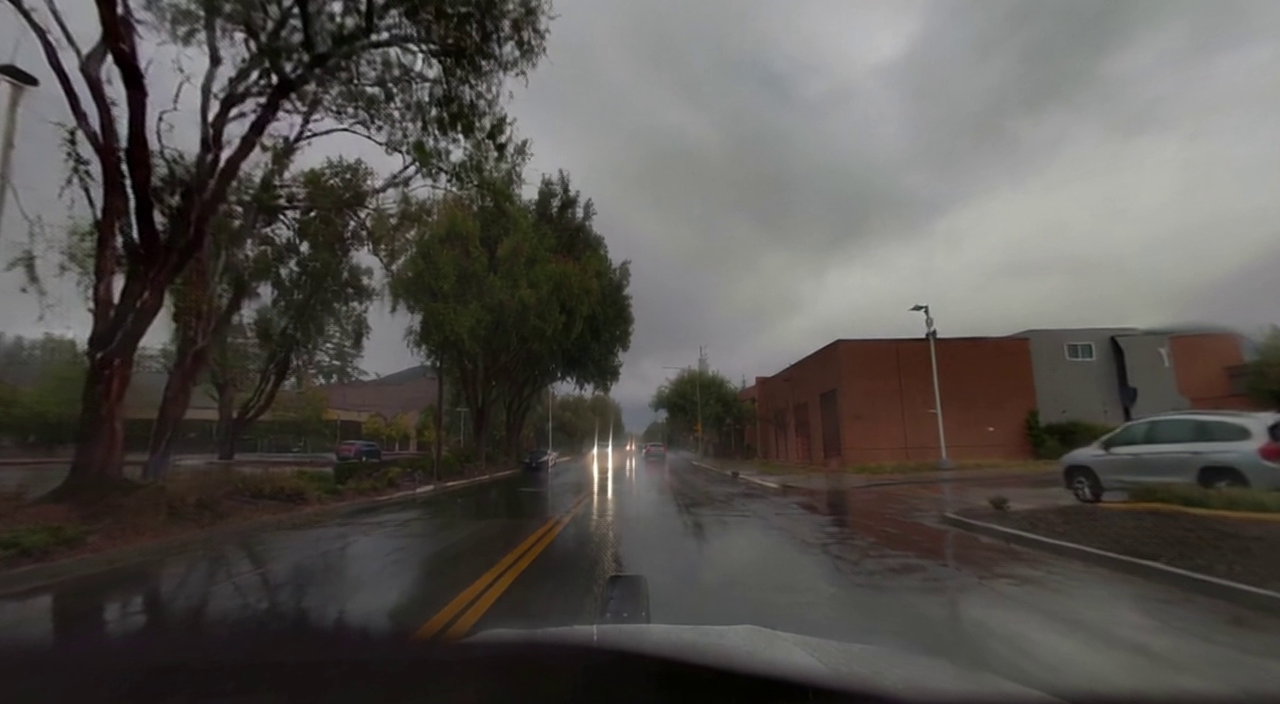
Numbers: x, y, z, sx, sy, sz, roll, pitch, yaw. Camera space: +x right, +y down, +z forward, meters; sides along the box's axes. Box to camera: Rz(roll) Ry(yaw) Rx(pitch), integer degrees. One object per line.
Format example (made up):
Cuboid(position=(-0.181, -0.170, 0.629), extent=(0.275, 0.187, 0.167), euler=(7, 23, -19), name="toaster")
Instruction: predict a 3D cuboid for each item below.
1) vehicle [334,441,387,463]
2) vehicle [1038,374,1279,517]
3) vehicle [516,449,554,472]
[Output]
Cuboid(position=(-21.332, 7.644, 48.249), extent=(1.906, 1.596, 4.599), euler=(0, -9, 1), name="vehicle")
Cuboid(position=(9.208, 1.611, 10.482), extent=(2.018, 1.840, 4.662), euler=(0, -10, -1), name="vehicle")
Cuboid(position=(-7.207, 7.474, 43.720), extent=(1.930, 1.463, 4.195), euler=(0, -9, 0), name="vehicle")
